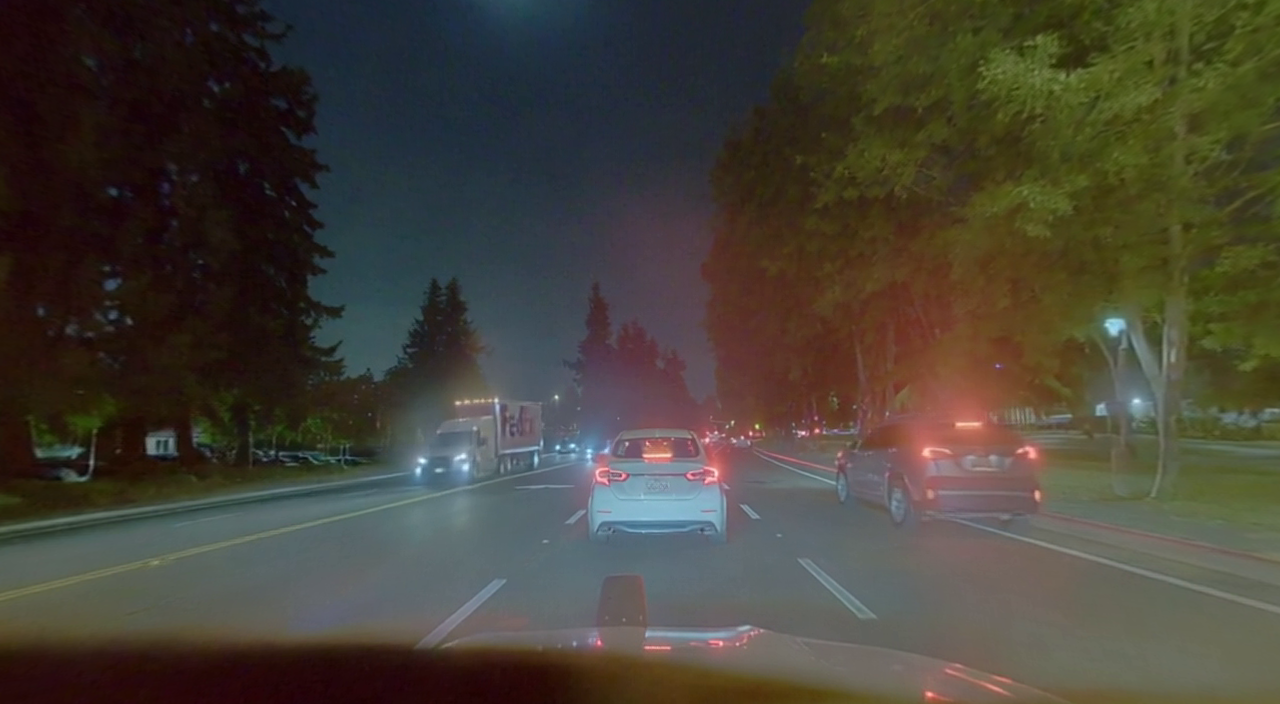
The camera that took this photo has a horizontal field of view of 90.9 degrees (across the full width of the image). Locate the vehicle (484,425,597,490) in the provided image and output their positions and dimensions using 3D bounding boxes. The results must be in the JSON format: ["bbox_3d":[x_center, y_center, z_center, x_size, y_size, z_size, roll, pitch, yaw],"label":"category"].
[{"bbox_3d":[-2.948,3.282,19.971,2.057,1.786,4.725,-2,-8,11],"label":"vehicle"}]

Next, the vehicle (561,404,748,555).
[{"bbox_3d":[0.204,1.770,9.403,2.154,1.710,4.128,-1,-8,1],"label":"vehicle"}]

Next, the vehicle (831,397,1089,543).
[{"bbox_3d":[4.946,1.892,10.739,2.059,1.864,4.700,1,-8,2],"label":"vehicle"}]

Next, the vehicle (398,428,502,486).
[{"bbox_3d":[-6.637,3.734,22.672,2.051,1.843,4.469,-1,-8,4],"label":"vehicle"}]

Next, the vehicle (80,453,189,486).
[{"bbox_3d":[-26.751,6.189,33.454,4.256,1.633,1.940,-1,-8,7],"label":"vehicle"}]

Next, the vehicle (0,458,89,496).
[{"bbox_3d":[-27.315,5.613,28.077,4.272,1.438,1.801,-5,-9,8],"label":"vehicle"}]
